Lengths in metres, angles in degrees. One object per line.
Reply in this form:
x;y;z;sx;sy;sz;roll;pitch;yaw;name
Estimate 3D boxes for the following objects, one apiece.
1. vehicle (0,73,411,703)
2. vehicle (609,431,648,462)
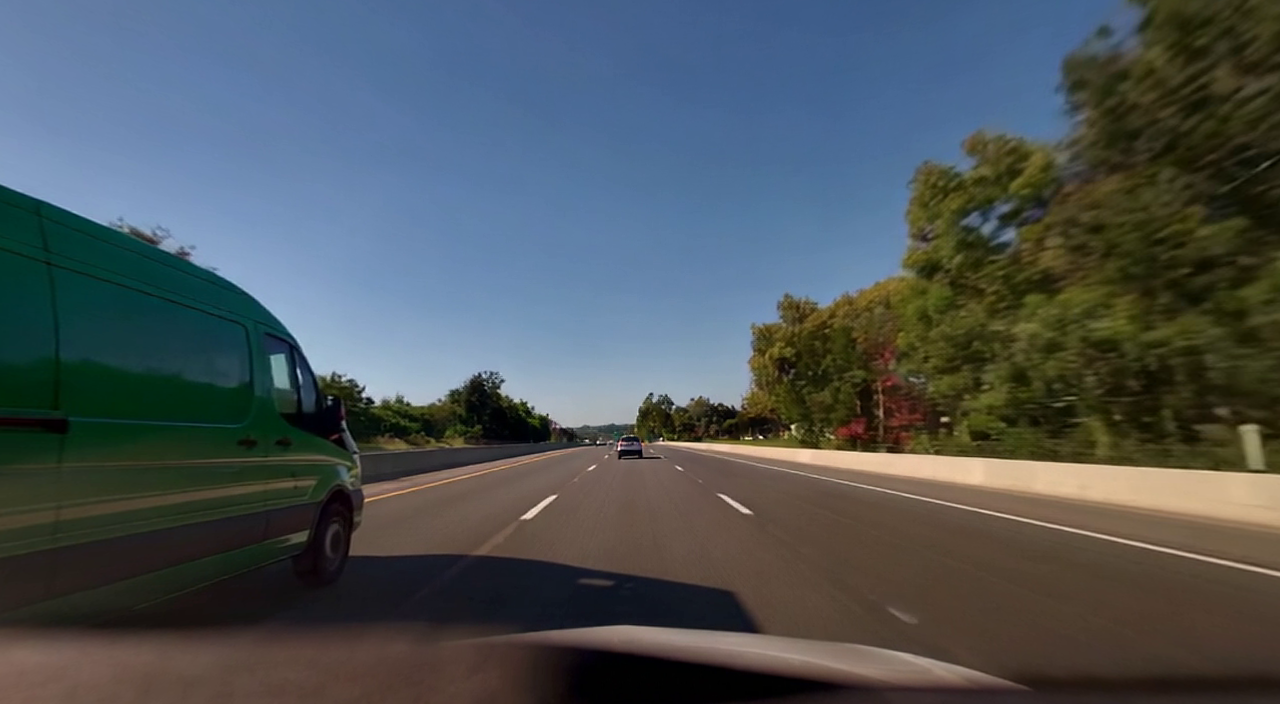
-3.505;0.474;3.397;2.424;2.577;5.828;0;-8;-1;vehicle
-0.655;5.332;35.741;2.104;1.646;4.176;0;-8;-1;vehicle
